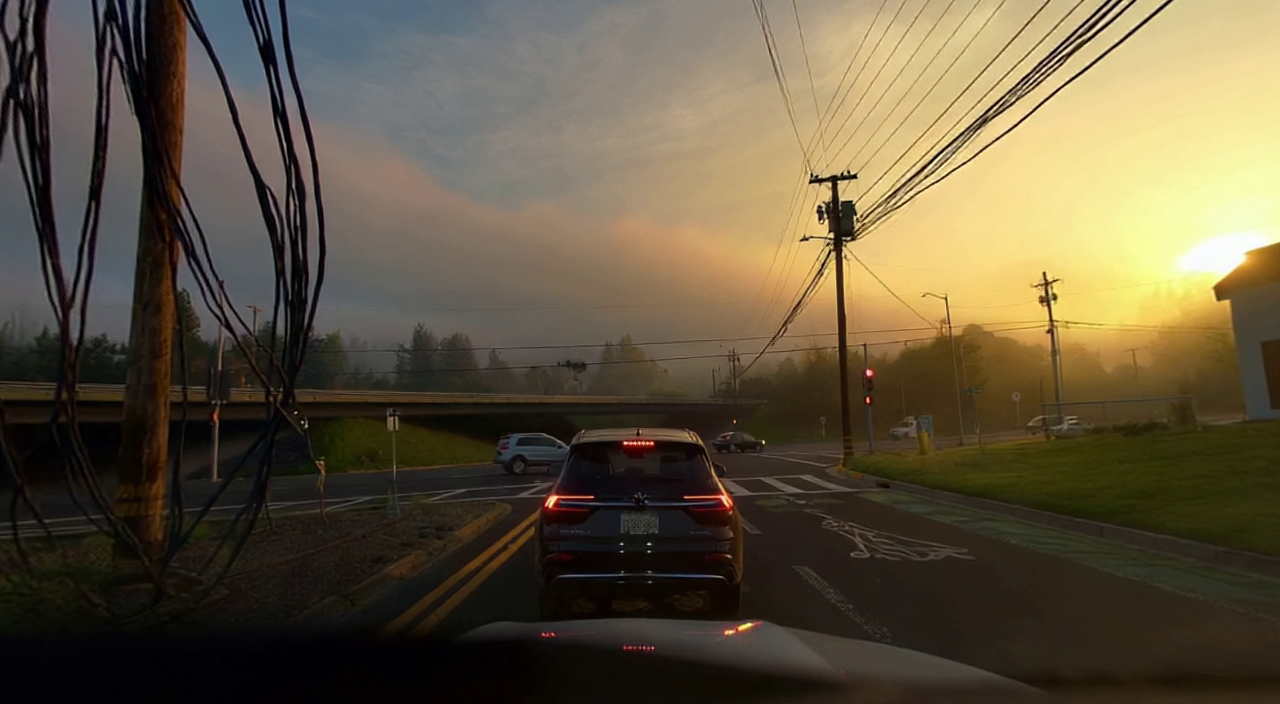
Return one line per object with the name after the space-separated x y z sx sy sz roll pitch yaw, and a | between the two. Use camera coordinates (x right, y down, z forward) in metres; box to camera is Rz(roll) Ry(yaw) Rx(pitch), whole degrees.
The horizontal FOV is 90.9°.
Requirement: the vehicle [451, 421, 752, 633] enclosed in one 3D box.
-0.230 1.527 6.468 2.090 1.458 4.033 -1 -9 1 | vehicle
